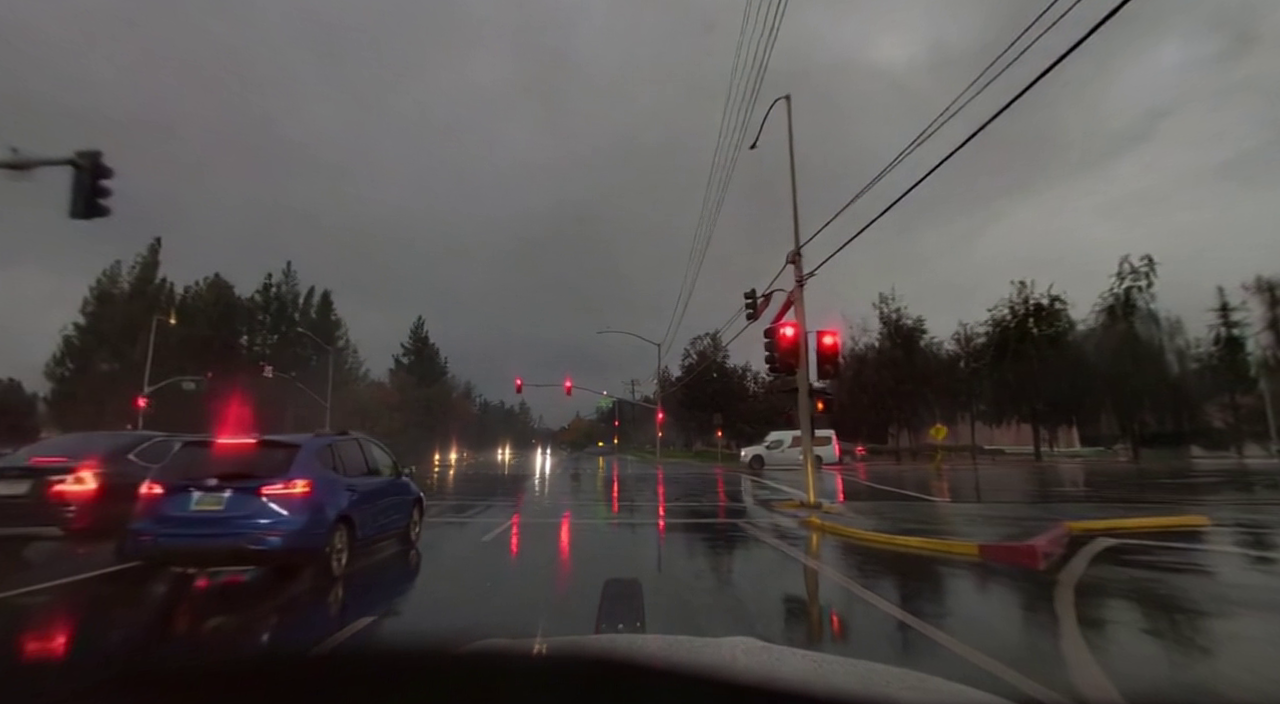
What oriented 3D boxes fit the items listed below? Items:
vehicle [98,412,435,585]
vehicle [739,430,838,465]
[{"bbox_3d":[-4.070,1.648,7.804,1.815,1.569,3.940,1,-9,-2],"label":"vehicle"},{"bbox_3d":[7.728,5.010,33.173,4.884,1.714,2.021,-1,-9,11],"label":"vehicle"}]
